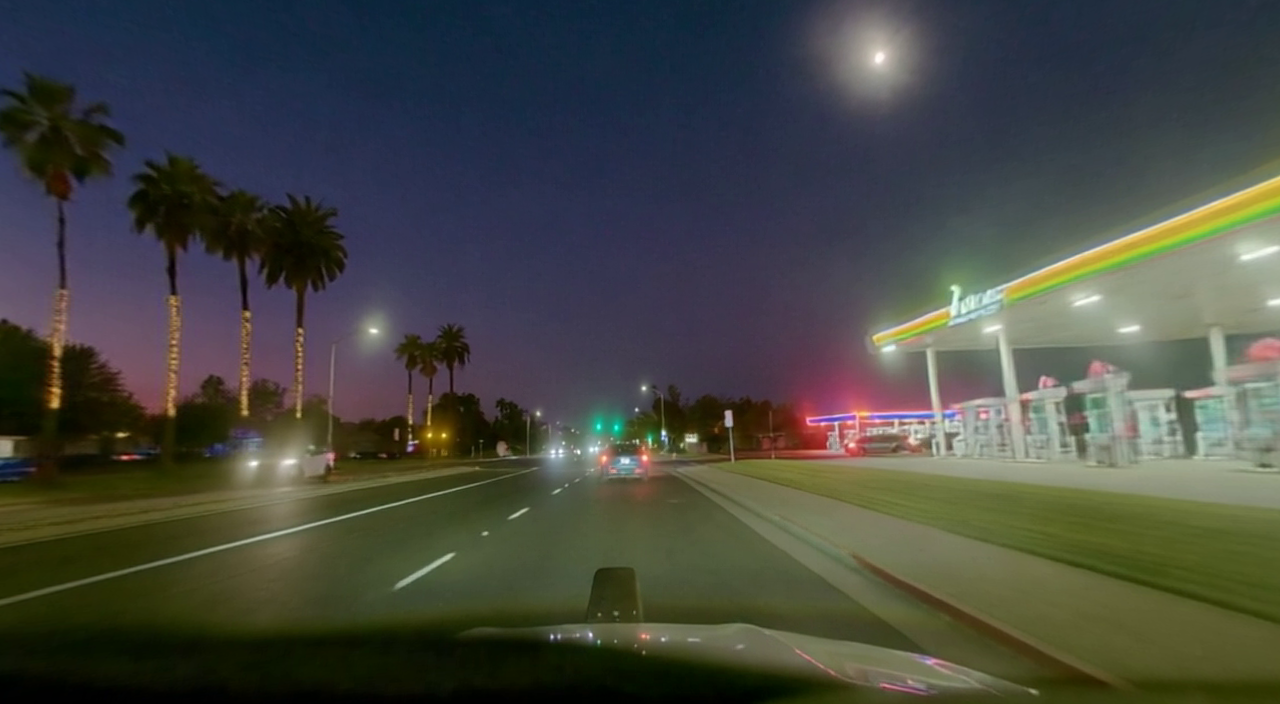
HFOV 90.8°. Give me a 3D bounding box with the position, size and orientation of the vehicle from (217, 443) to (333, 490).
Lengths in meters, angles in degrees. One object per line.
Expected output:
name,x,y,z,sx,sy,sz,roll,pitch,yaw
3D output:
vehicle,-14.558,4.546,25.564,2.026,1.722,4.463,0,-8,-1

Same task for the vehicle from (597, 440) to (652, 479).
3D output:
vehicle,-0.613,4.395,26.128,2.076,1.486,4.119,0,-8,-1
